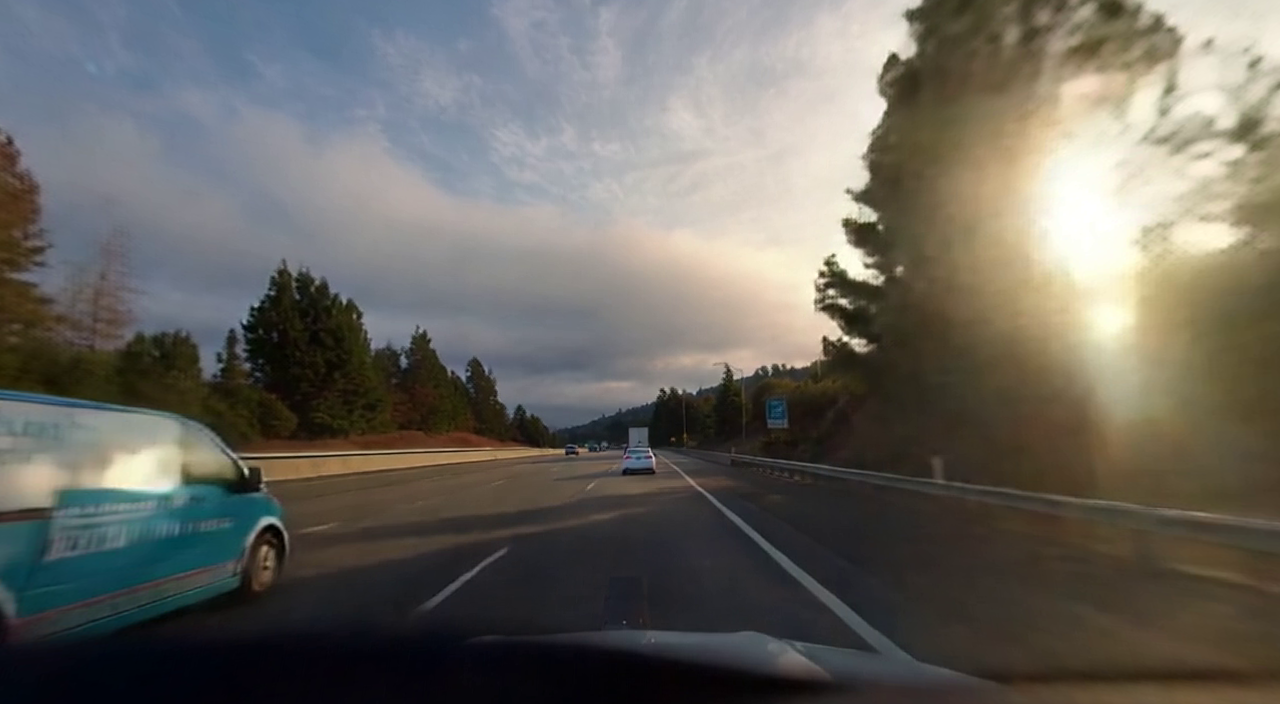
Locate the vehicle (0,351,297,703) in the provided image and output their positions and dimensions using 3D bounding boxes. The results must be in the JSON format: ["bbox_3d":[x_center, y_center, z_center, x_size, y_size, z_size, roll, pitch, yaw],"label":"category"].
[{"bbox_3d":[-4.475,0.972,3.567,2.174,1.862,5.012,0,-9,1],"label":"vehicle"}]

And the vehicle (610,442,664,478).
[{"bbox_3d":[-0.096,4.789,28.143,2.238,1.479,3.672,0,-9,1],"label":"vehicle"}]
